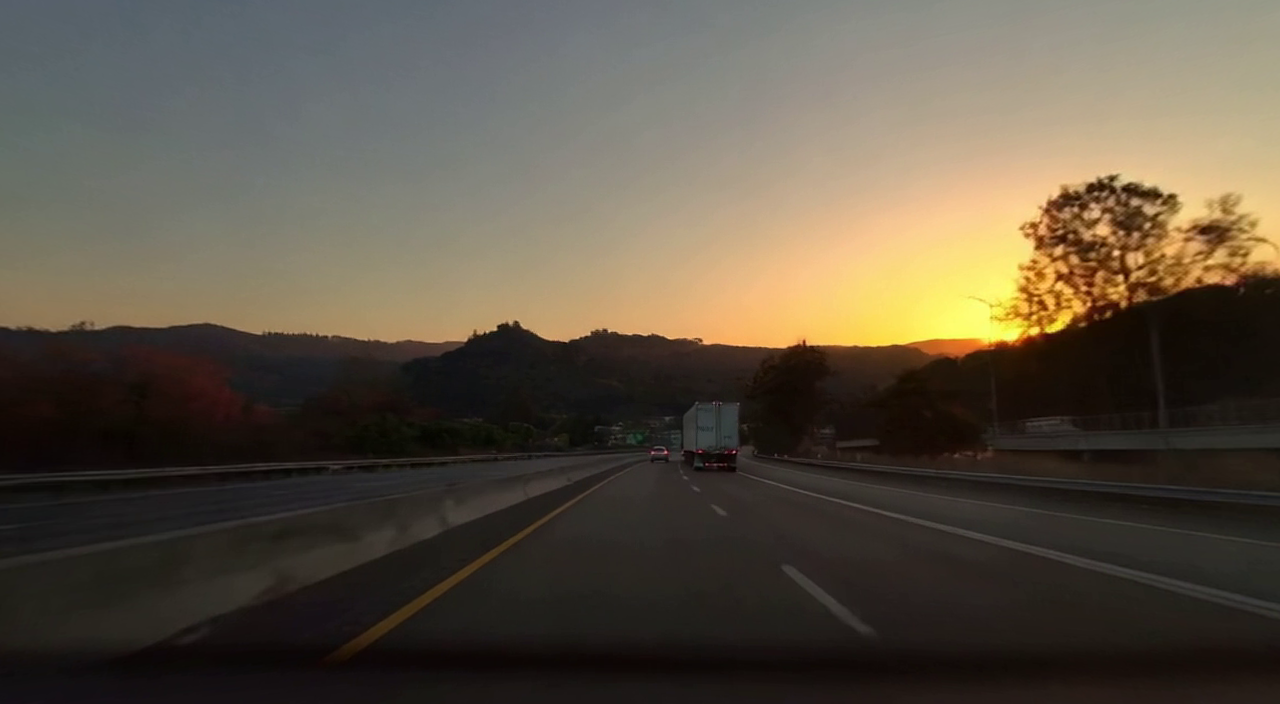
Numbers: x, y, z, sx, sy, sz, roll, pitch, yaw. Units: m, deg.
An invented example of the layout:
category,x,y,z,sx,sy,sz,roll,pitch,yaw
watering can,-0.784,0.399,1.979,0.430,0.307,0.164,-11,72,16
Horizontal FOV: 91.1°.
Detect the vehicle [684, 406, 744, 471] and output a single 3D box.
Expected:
category,x,y,z,sx,sy,sz,roll,pitch,yaw
vehicle,5.053,6.324,45.522,2.965,4.028,12.529,0,-9,1
